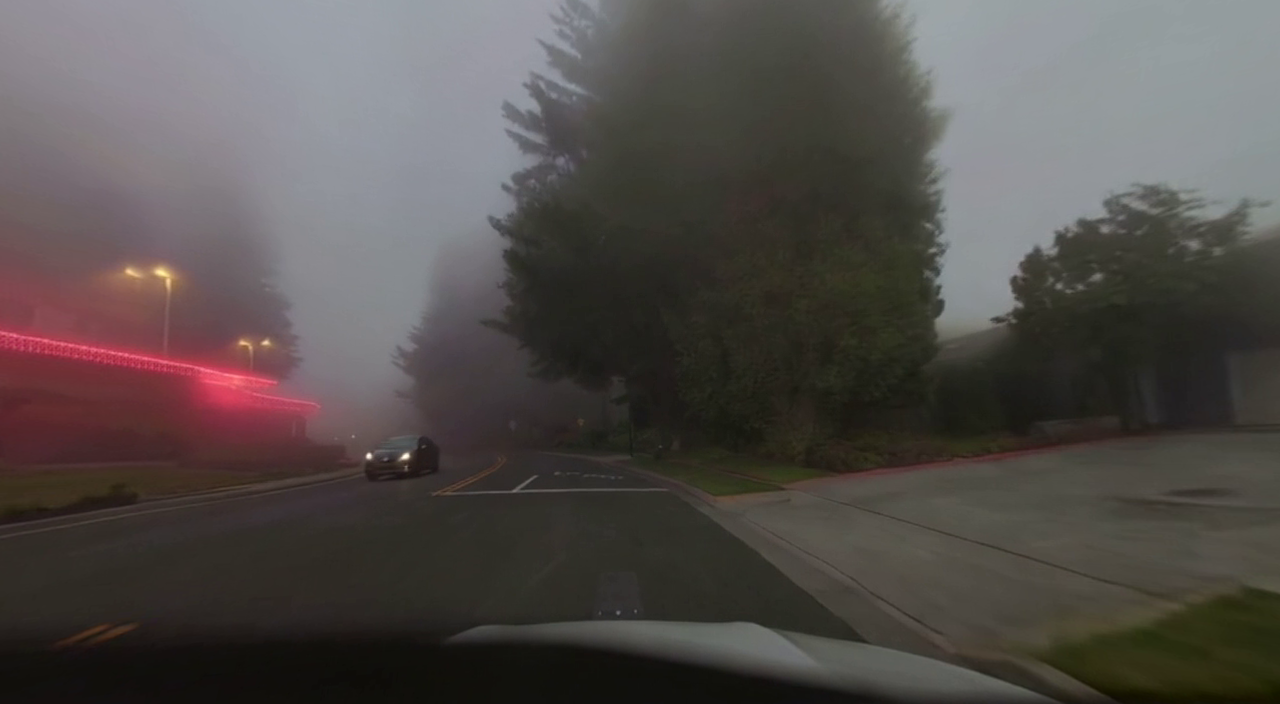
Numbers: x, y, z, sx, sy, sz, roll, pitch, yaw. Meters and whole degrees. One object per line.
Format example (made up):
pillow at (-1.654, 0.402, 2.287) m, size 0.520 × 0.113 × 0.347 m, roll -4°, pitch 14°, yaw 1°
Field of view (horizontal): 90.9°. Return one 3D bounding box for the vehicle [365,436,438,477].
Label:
vehicle at (-9.387, 4.104, 25.091) m, size 1.912 × 1.500 × 3.772 m, roll 1°, pitch -8°, yaw -8°
